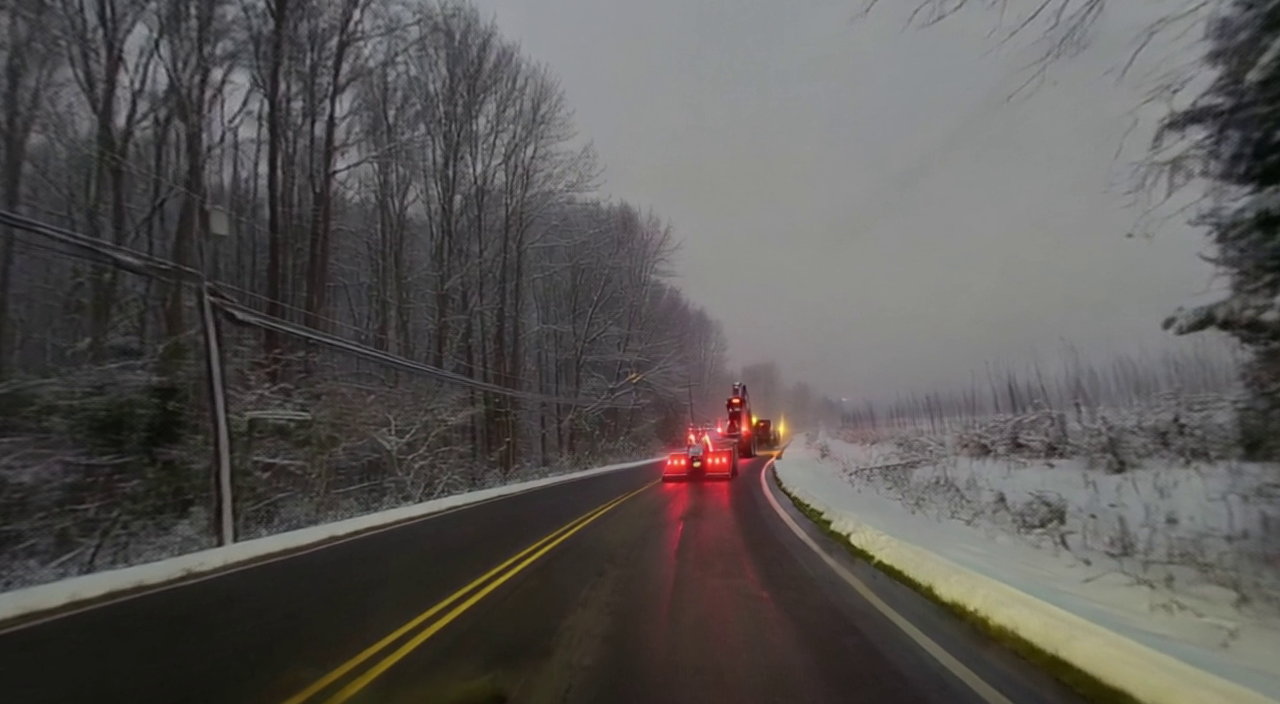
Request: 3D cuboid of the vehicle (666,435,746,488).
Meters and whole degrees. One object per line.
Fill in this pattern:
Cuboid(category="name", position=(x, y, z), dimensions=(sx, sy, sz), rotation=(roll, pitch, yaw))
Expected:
Cuboid(category="vehicle", position=(2.133, 3.401, 19.857), dimensions=(2.196, 1.465, 4.294), rotation=(-1, -8, 8))
